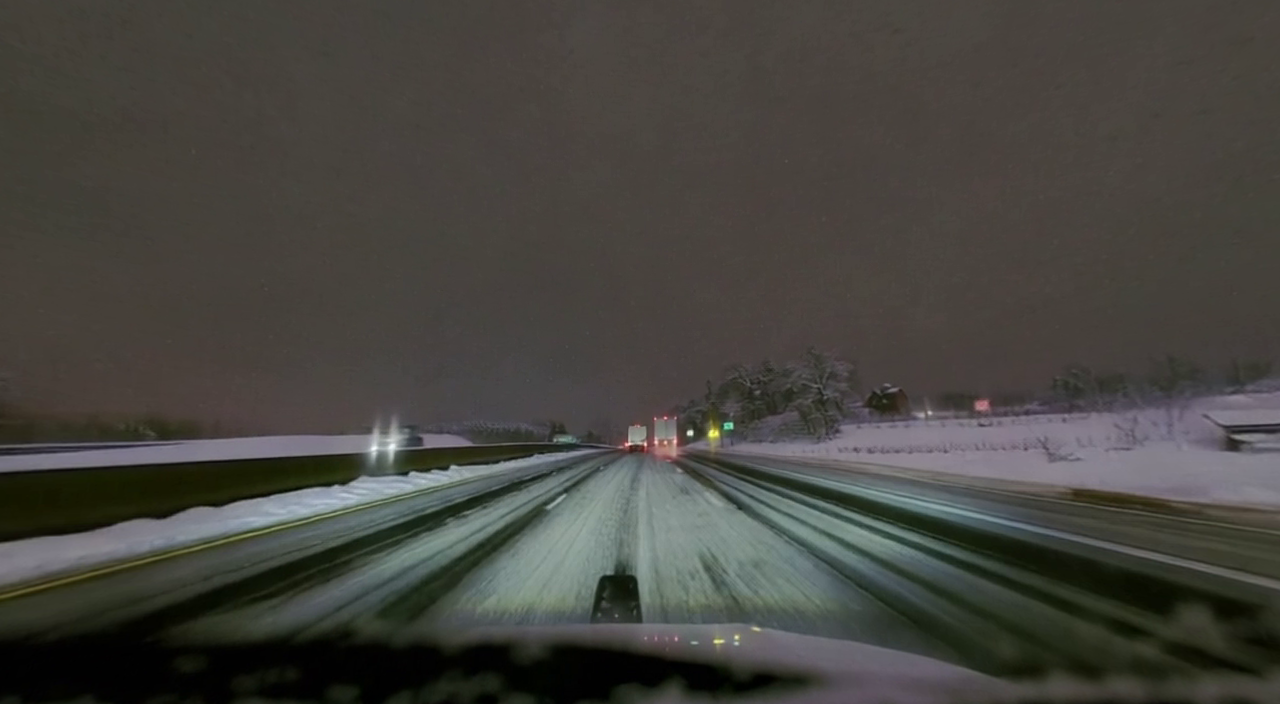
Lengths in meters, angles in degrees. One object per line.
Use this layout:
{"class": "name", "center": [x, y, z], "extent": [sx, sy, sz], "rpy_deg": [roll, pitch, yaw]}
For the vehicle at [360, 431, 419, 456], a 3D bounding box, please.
{"class": "vehicle", "center": [-16.038, 5.890, 40.554], "extent": [1.904, 1.543, 4.637], "rpy_deg": [0, -8, -1]}
